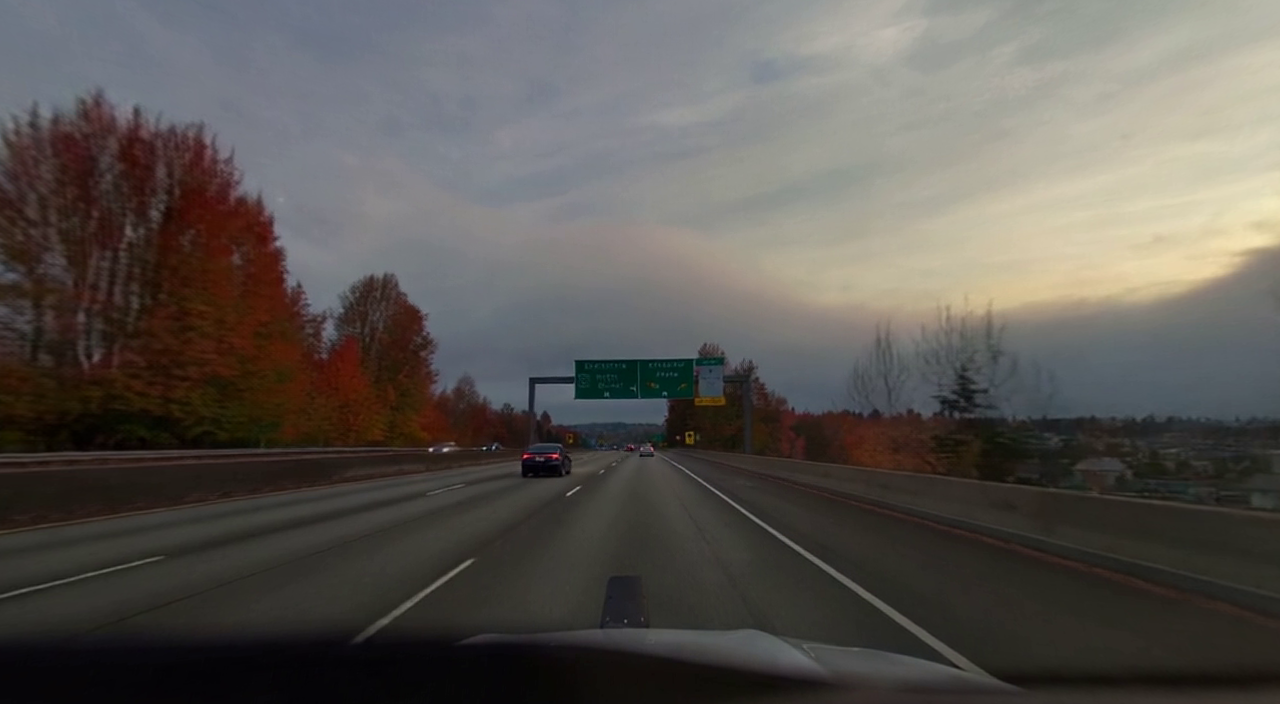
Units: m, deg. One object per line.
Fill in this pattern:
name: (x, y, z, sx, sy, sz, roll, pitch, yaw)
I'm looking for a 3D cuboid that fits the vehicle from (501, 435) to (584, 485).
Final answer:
vehicle: (-3.304, 3.756, 22.273, 2.061, 1.572, 4.814, 0, -8, 1)
